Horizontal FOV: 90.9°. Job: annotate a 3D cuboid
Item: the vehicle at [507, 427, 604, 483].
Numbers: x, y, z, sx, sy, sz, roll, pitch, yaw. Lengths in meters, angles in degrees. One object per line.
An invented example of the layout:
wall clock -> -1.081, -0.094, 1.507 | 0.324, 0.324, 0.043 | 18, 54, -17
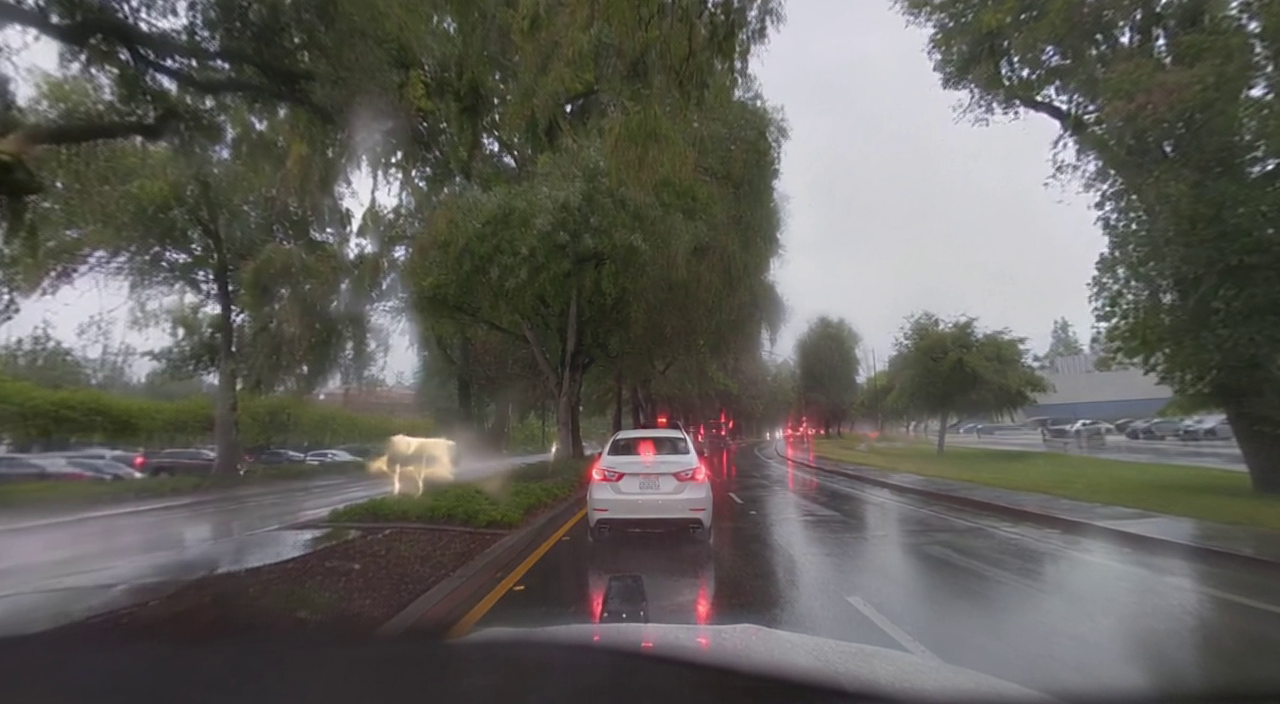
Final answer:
vehicle -> -2.895, 3.673, 22.783 | 2.057, 1.786, 4.725 | -2, -8, 11

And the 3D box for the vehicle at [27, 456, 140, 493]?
vehicle -> -27.267, 5.990, 30.951 | 4.272, 1.438, 1.801 | -5, -9, 9

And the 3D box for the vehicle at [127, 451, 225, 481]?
vehicle -> -26.686, 6.554, 36.316 | 4.256, 1.633, 1.940 | -1, -8, 6

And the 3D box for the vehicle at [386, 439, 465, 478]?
vehicle -> -10.199, 5.074, 30.426 | 2.005, 1.701, 4.355 | -1, -8, 5

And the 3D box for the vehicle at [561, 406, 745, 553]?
vehicle -> 0.171, 1.800, 9.563 | 2.154, 1.710, 4.128 | -1, -8, 1
